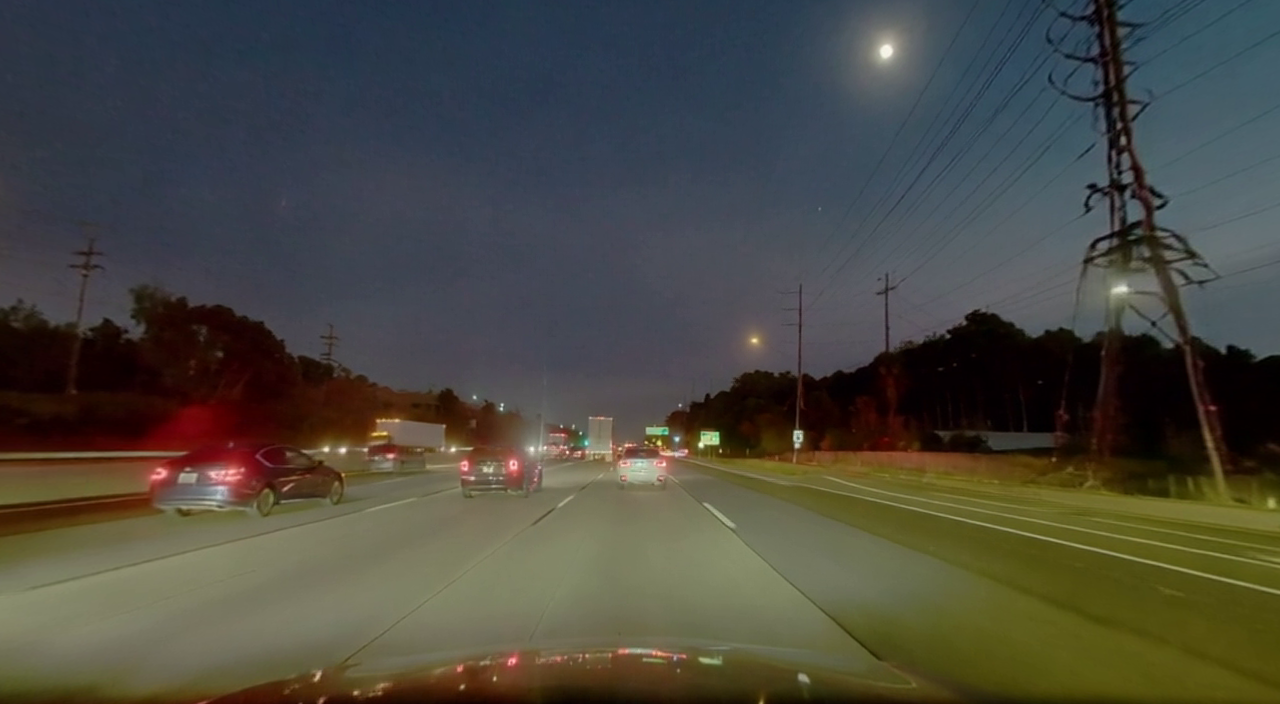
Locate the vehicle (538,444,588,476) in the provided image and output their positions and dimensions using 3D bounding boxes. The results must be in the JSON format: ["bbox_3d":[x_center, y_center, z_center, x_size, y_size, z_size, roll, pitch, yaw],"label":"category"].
[{"bbox_3d":[-3.759,5.316,31.273,2.013,1.437,3.801,0,-9,0],"label":"vehicle"}]

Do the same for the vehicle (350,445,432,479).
[{"bbox_3d":[-11.864,5.257,30.450,2.004,1.457,4.758,0,-9,0],"label":"vehicle"}]

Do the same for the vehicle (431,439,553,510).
[{"bbox_3d":[-3.401,2.897,15.401,1.912,1.464,4.115,0,-9,1],"label":"vehicle"}]

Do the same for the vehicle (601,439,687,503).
[{"bbox_3d":[0.020,3.116,16.999,2.018,1.470,4.491,0,-9,-2],"label":"vehicle"}]

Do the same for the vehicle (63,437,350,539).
[{"bbox_3d":[-7.256,2.289,11.318,1.867,1.445,4.499,0,-9,1],"label":"vehicle"}]
